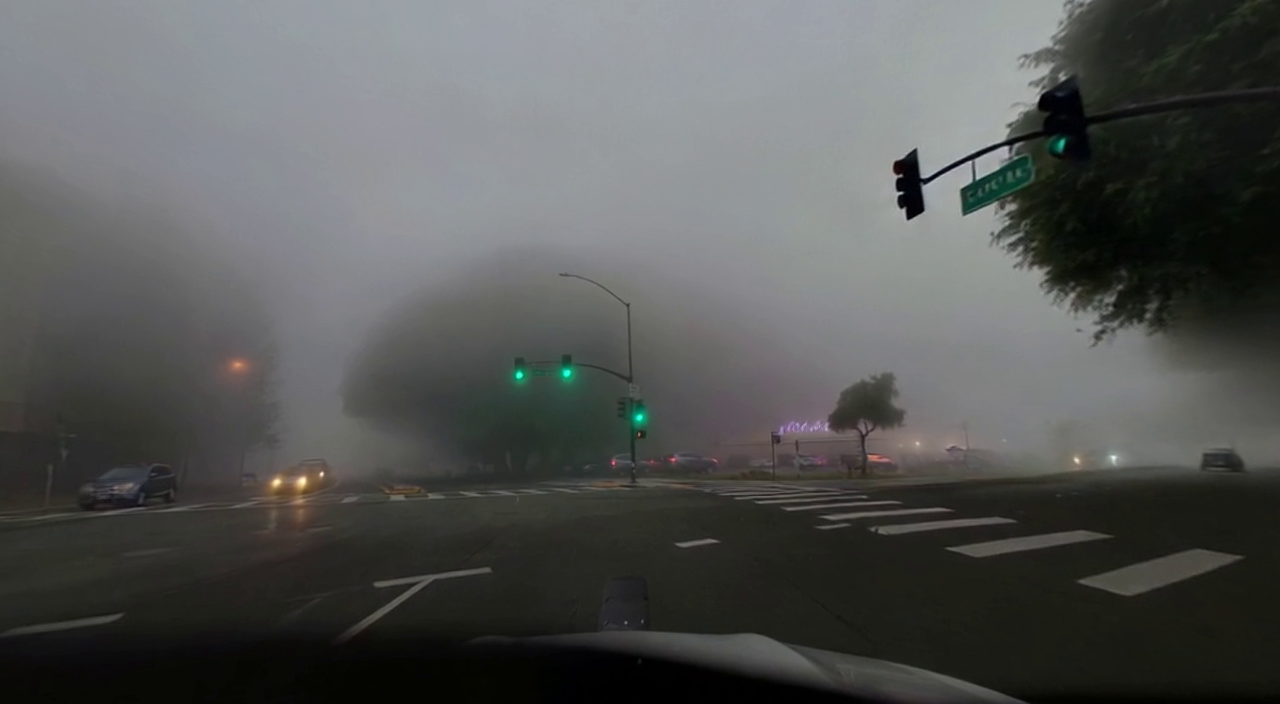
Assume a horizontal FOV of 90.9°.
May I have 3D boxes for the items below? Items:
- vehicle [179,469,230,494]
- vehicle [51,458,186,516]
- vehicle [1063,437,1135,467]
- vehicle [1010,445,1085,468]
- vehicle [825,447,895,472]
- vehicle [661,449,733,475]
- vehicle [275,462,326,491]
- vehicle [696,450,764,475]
[{"bbox_3d":[-30.808,9.134,44.757,1.842,1.474,4.712,3,-9,-21],"label":"vehicle"},{"bbox_3d":[-19.236,4.935,23.578,2.124,1.793,4.709,3,-9,-17],"label":"vehicle"},{"bbox_3d":[30.251,6.546,41.481,4.781,1.849,2.355,6,-11,-36],"label":"vehicle"},{"bbox_3d":[32.095,8.181,49.673,2.100,1.740,4.454,8,-12,-42],"label":"vehicle"},{"bbox_3d":[15.741,7.657,45.069,4.530,1.696,1.979,4,-10,-26],"label":"vehicle"},{"bbox_3d":[4.344,8.289,47.770,5.314,1.829,2.018,6,-10,-33],"label":"vehicle"},{"bbox_3d":[-20.402,7.483,38.068,1.961,1.492,4.702,3,-9,-20],"label":"vehicle"},{"bbox_3d":[6.498,7.943,45.399,4.375,1.685,2.045,4,-9,-24],"label":"vehicle"}]
